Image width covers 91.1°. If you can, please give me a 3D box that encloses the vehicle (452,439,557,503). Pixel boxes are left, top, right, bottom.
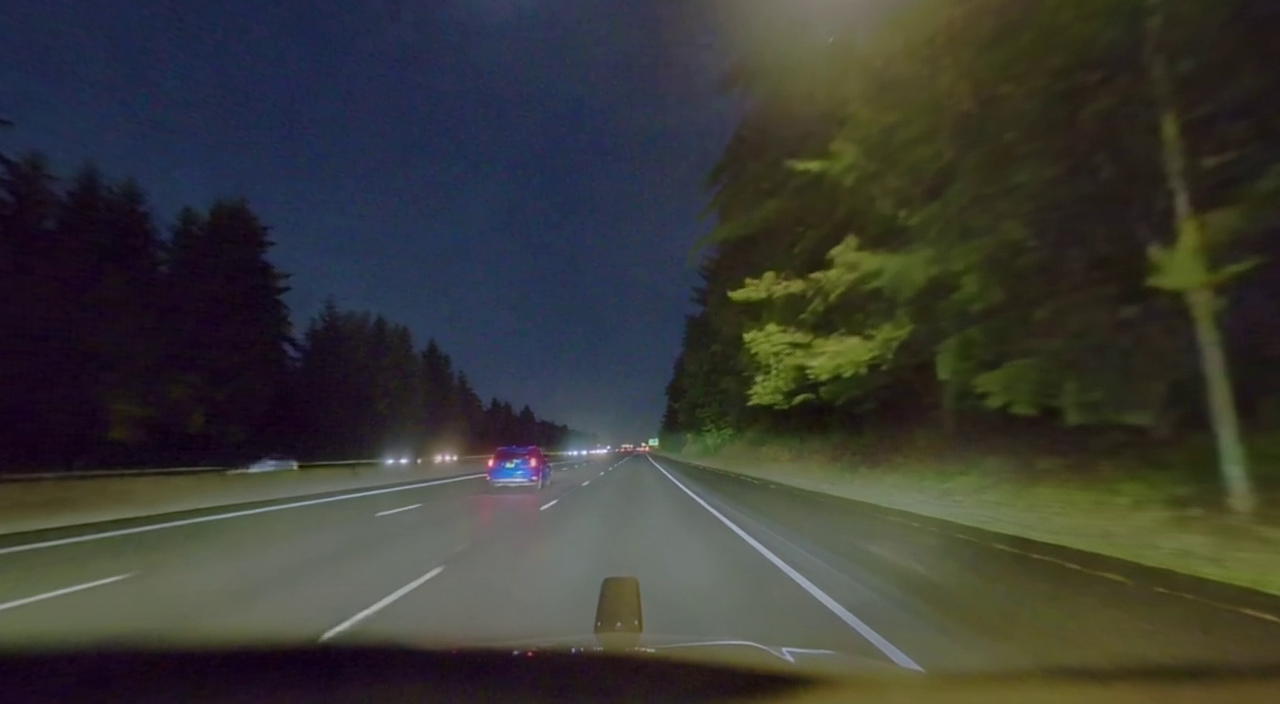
[{"bbox_3d":[-3.816,3.440,18.575,2.104,1.626,4.283,-1,-9,1],"label":"vehicle"}]
